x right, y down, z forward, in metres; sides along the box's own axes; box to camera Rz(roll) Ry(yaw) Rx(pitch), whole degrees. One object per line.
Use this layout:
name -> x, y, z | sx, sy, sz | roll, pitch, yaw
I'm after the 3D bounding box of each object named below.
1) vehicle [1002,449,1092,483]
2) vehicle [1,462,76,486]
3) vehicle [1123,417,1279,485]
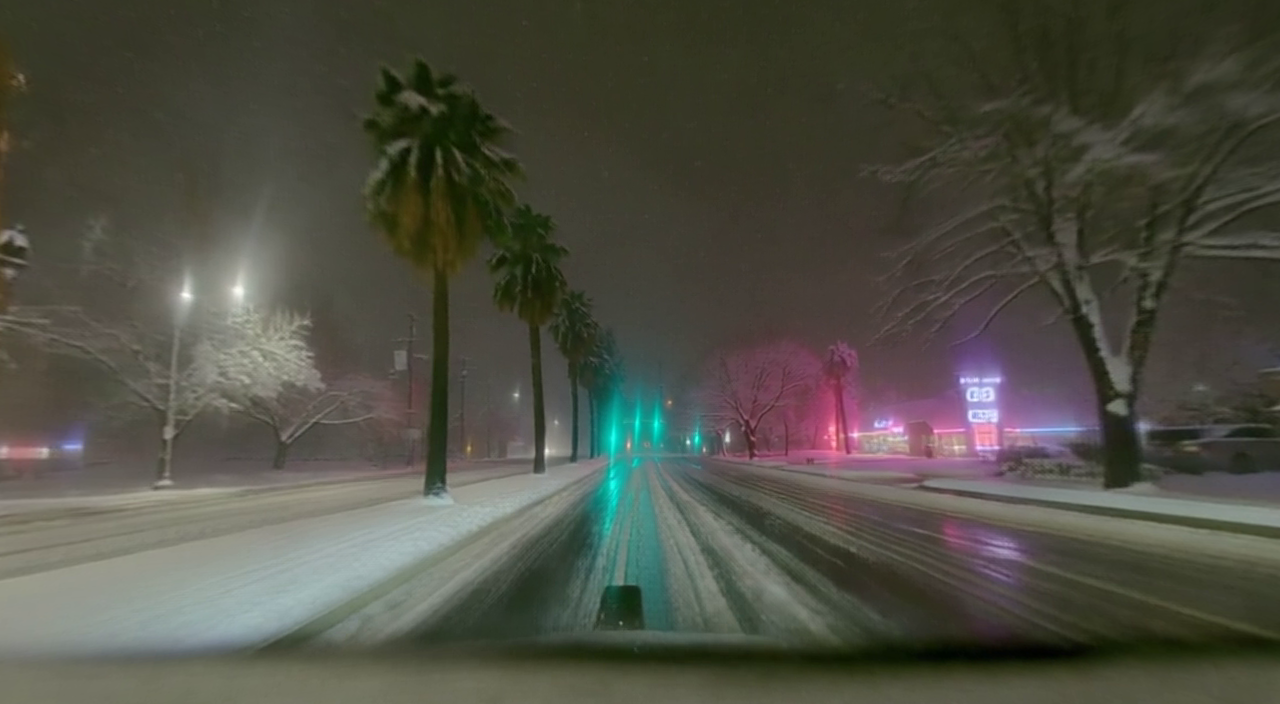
vehicle -> 22.444, 6.279, 35.075 | 1.996, 1.683, 4.379 | 0, -8, -1
vehicle -> -42.176, 8.511, 44.294 | 4.558, 1.473, 2.088 | -4, -9, 24
vehicle -> 21.307, 3.436, 22.064 | 6.489, 2.179, 2.882 | 0, -9, -1
